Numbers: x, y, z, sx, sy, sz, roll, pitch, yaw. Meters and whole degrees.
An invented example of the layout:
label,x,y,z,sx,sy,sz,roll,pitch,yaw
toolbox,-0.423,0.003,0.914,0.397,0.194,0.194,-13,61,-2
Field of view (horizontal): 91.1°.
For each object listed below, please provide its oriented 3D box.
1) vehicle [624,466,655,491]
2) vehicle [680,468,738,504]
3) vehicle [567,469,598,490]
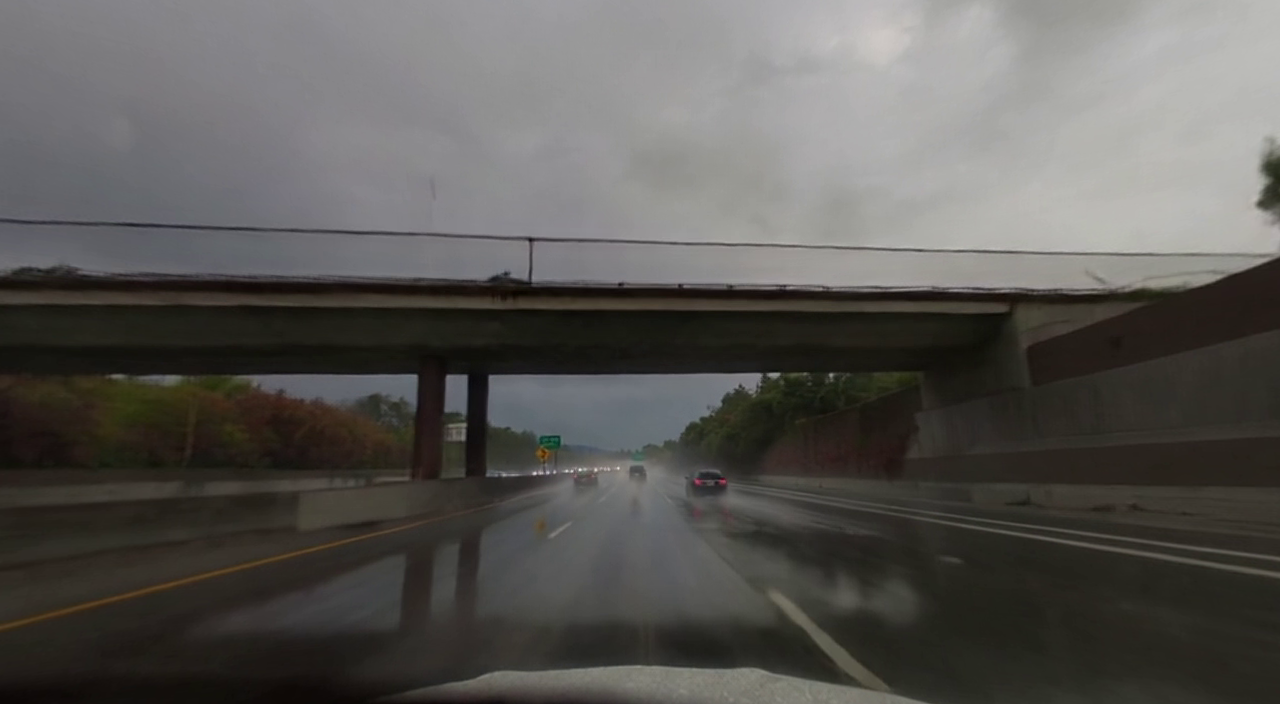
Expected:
label,x,y,z,sx,sy,sz,roll,pitch,yaw
vehicle,-0.096,9.364,46.501,2.181,1.698,4.056,1,-11,-1
vehicle,3.142,6.272,29.649,2.092,1.518,4.348,1,-11,-2
vehicle,-4.291,9.647,47.616,1.975,1.486,3.903,1,-11,0
